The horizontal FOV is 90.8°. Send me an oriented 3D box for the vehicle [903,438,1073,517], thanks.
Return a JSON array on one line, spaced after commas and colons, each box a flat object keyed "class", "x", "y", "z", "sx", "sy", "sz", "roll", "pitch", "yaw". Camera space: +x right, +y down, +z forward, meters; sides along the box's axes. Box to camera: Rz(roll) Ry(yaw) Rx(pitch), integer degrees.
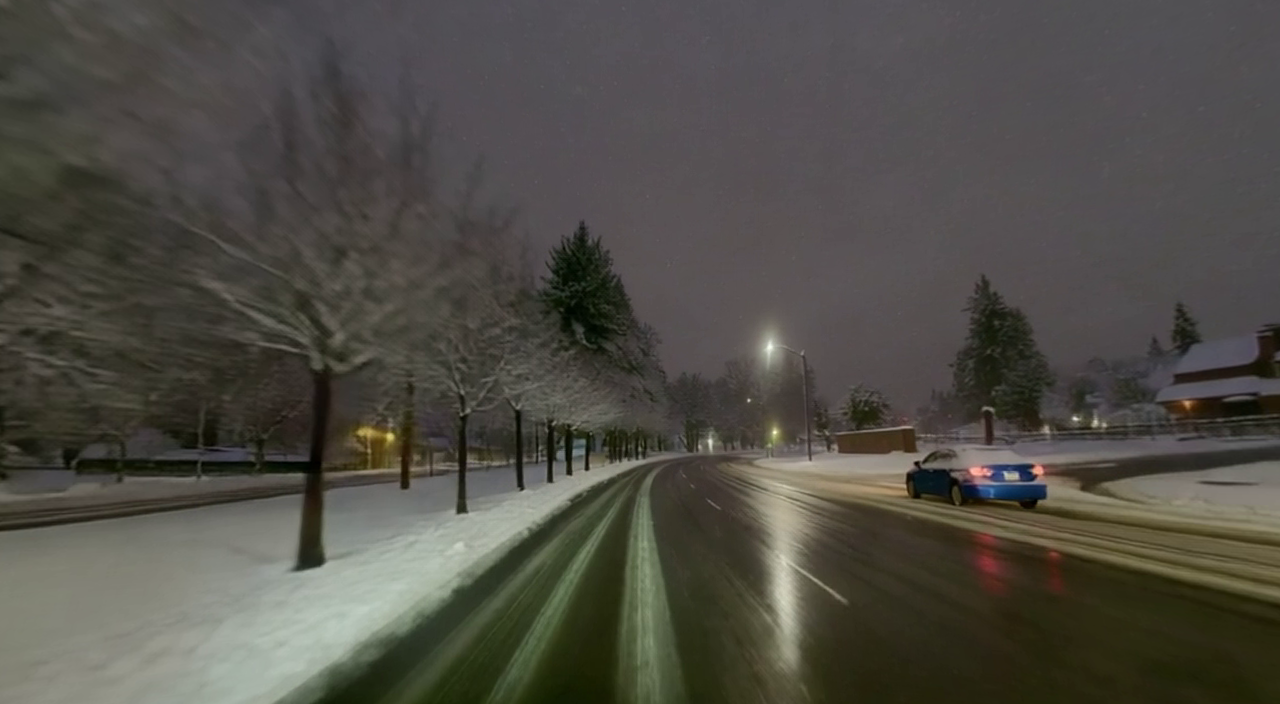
[{"class": "vehicle", "x": 7.501, "y": 2.710, "z": 14.046, "sx": 1.797, "sy": 1.518, "sz": 3.433, "roll": -1, "pitch": -9, "yaw": 1}]
